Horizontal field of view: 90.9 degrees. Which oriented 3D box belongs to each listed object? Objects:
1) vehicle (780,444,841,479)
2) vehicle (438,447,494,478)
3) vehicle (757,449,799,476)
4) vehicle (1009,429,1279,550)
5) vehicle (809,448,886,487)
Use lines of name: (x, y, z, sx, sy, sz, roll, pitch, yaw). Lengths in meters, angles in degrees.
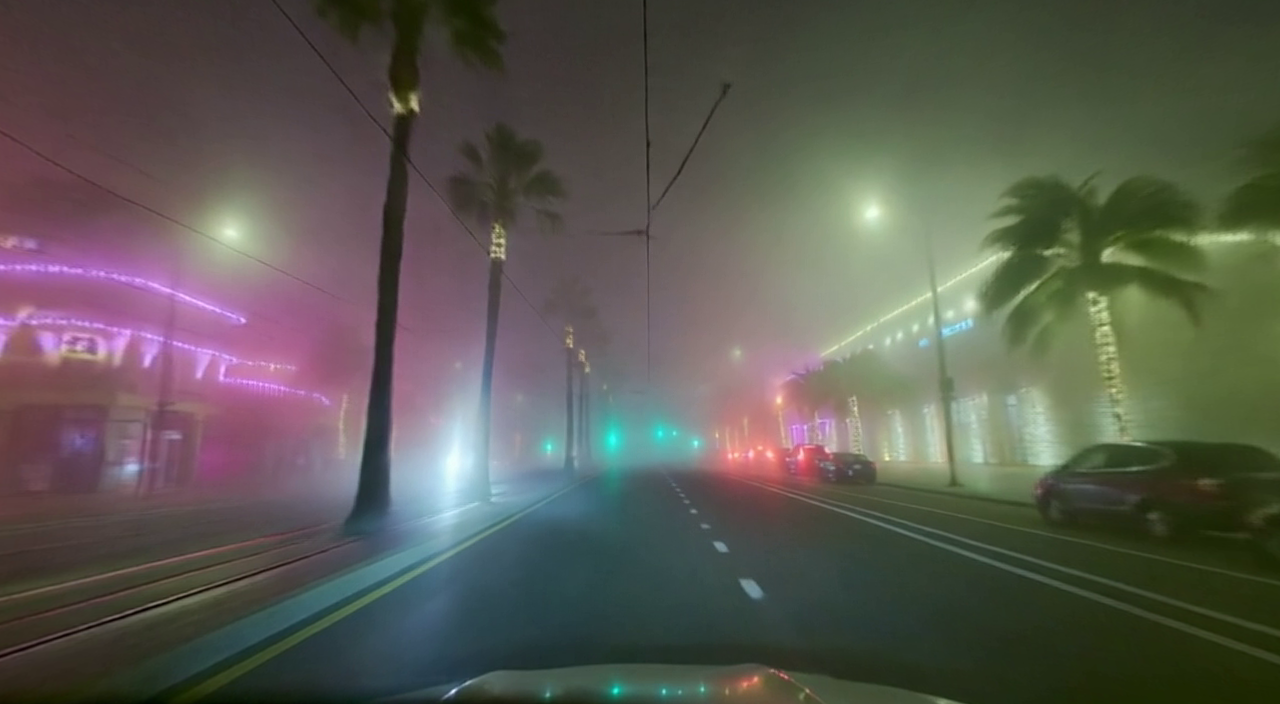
vehicle: (8.713, 5.605, 32.596, 1.867, 1.627, 4.357, 0, -8, 0)
vehicle: (-10.530, 6.706, 38.498, 2.042, 1.716, 4.634, 0, -8, 1)
vehicle: (8.419, 6.759, 38.814, 1.715, 1.500, 3.910, 0, -8, 0)
vehicle: (8.567, 2.178, 10.704, 1.878, 1.605, 4.242, 0, -8, -2)
vehicle: (8.687, 4.850, 26.772, 1.733, 1.468, 4.326, 0, -8, 0)
